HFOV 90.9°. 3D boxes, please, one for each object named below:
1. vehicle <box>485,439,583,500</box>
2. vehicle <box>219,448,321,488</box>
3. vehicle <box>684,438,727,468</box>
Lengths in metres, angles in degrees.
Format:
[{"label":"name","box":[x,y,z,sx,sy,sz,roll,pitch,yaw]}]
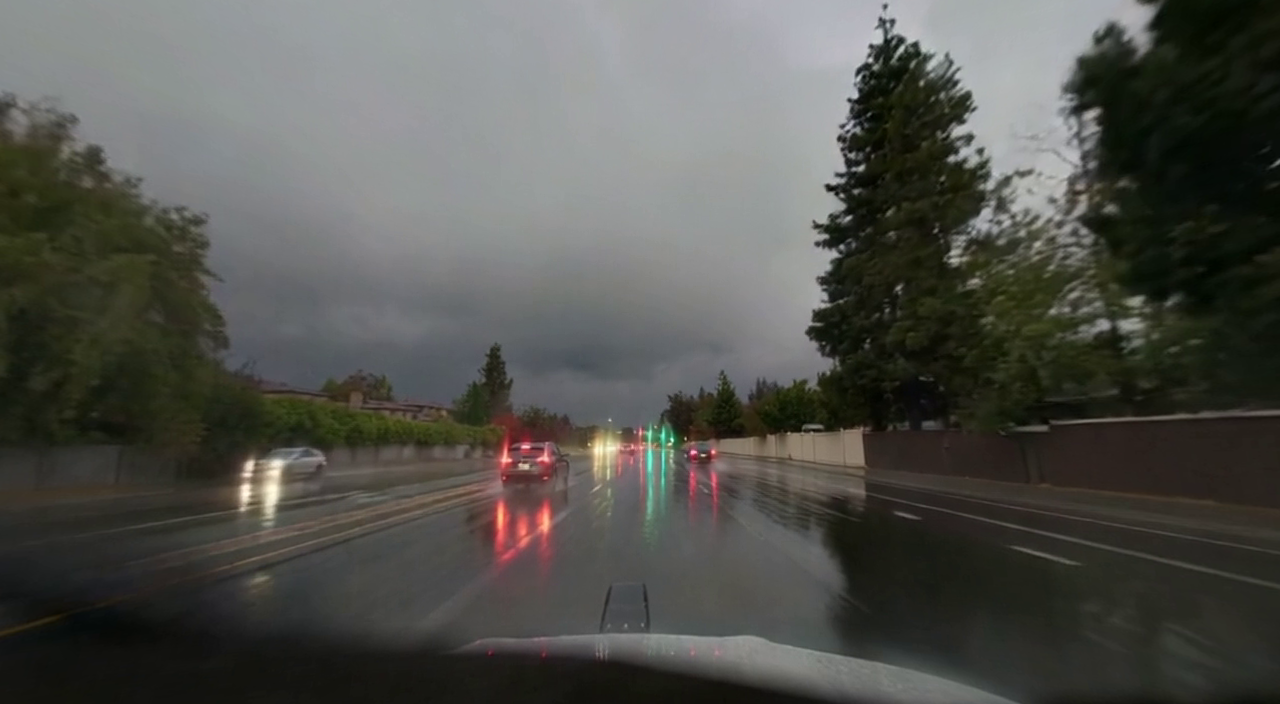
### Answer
[{"label":"vehicle","box":[-2.890,3.295,18.227,1.966,1.524,4.410,0,-8,1]},{"label":"vehicle","box":[-17.200,5.377,29.618,2.012,1.702,4.458,0,-8,1]},{"label":"vehicle","box":[4.083,6.389,40.065,2.114,1.780,4.445,0,-8,-1]}]
